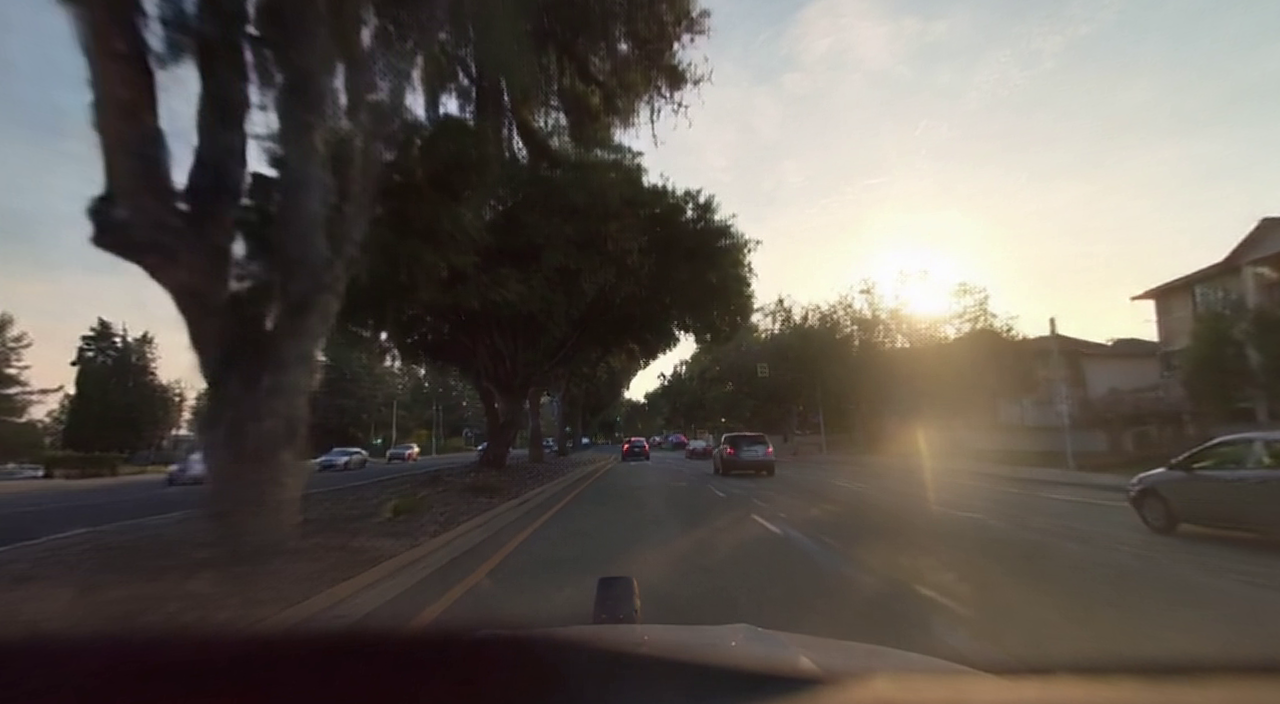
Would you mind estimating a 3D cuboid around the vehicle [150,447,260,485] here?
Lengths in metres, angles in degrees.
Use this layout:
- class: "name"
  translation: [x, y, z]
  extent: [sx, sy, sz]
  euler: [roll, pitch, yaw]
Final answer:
- class: "vehicle"
  translation: [-19.361, 5.058, 28.412]
  extent: [1.887, 1.552, 4.301]
  euler: [0, -9, 0]

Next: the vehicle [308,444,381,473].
- class: "vehicle"
  translation: [-15.755, 5.677, 33.949]
  extent: [1.825, 1.467, 4.364]
  euler: [0, -9, 0]

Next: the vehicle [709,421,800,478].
- class: "vehicle"
  translation: [3.916, 3.474, 22.576]
  extent: [2.209, 1.813, 4.724]
  euler: [0, -9, -2]

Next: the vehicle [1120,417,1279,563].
- class: "vehicle"
  translation: [7.596, 1.431, 6.542]
  extent: [1.949, 1.492, 4.103]
  euler: [0, -9, -1]

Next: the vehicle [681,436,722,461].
- class: "vehicle"
  translation: [3.790, 6.075, 39.655]
  extent: [2.064, 1.474, 4.389]
  euler: [0, -9, -1]

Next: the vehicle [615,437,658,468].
- class: "vehicle"
  translation: [-0.162, 4.972, 31.414]
  extent: [1.988, 1.418, 4.214]
  euler: [0, -9, -1]
